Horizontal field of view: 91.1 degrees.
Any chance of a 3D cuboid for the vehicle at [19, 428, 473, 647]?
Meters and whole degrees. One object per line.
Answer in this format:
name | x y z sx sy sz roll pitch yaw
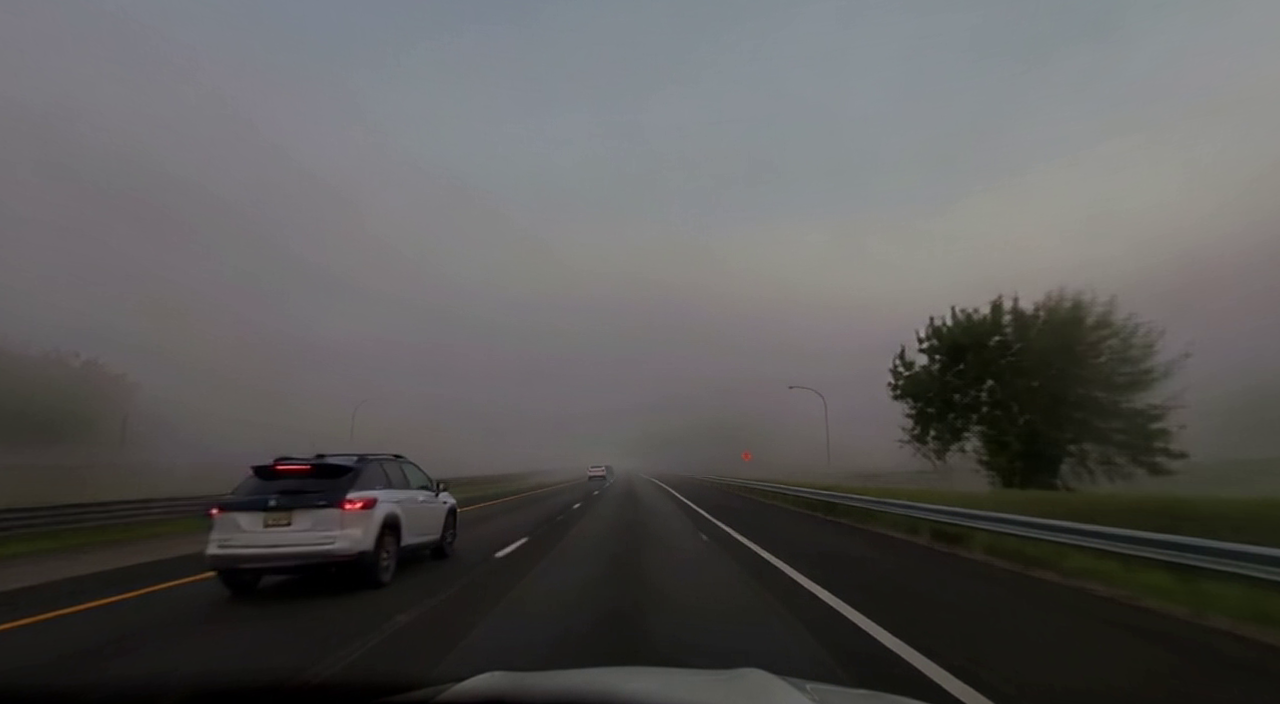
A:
vehicle | -3.325 1.683 6.538 2.001 1.486 4.104 1 -10 0
